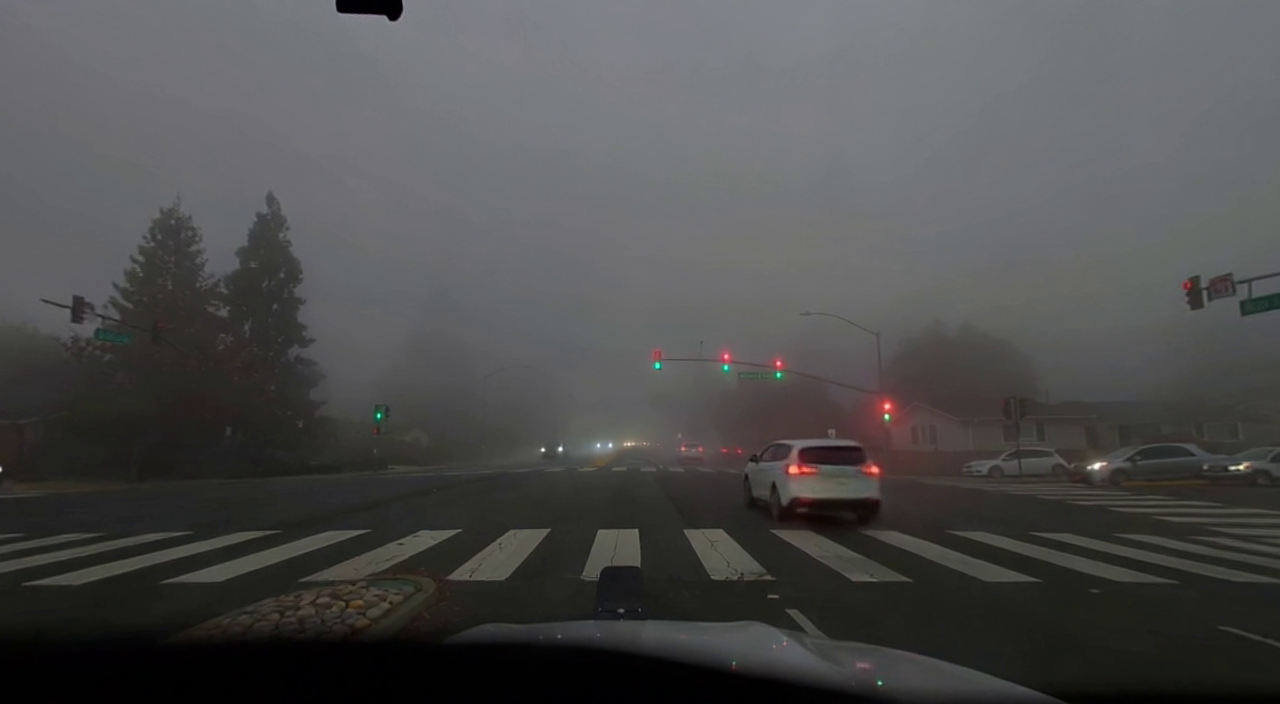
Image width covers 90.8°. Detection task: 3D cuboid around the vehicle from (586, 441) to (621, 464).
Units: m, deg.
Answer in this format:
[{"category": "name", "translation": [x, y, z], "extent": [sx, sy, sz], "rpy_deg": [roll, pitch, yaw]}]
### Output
[{"category": "vehicle", "translation": [-2.393, 6.714, 42.286], "extent": [2.045, 1.484, 3.991], "rpy_deg": [0, -9, 0]}]

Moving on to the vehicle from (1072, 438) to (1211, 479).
[{"category": "vehicle", "translation": [23.502, 4.989, 29.745], "extent": [4.807, 1.835, 2.033], "rpy_deg": [0, -9, -1]}]

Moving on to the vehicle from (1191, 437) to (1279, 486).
[{"category": "vehicle", "translation": [23.633, 4.041, 23.465], "extent": [4.417, 1.725, 1.969], "rpy_deg": [0, -9, -1]}]

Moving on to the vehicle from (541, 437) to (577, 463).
[{"category": "vehicle", "translation": [-5.566, 6.822, 43.886], "extent": [2.025, 1.704, 4.104], "rpy_deg": [0, -9, 0]}]

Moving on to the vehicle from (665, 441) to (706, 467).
[{"category": "vehicle", "translation": [2.767, 6.321, 39.432], "extent": [2.142, 1.506, 4.948], "rpy_deg": [0, -9, -1]}]

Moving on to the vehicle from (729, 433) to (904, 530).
[{"category": "vehicle", "translation": [3.019, 2.314, 11.925], "extent": [1.947, 1.467, 4.455], "rpy_deg": [0, -9, -1]}]

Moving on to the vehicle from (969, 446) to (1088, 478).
[{"category": "vehicle", "translation": [19.738, 5.606, 32.240], "extent": [4.874, 1.544, 1.779], "rpy_deg": [0, -9, 1]}]
